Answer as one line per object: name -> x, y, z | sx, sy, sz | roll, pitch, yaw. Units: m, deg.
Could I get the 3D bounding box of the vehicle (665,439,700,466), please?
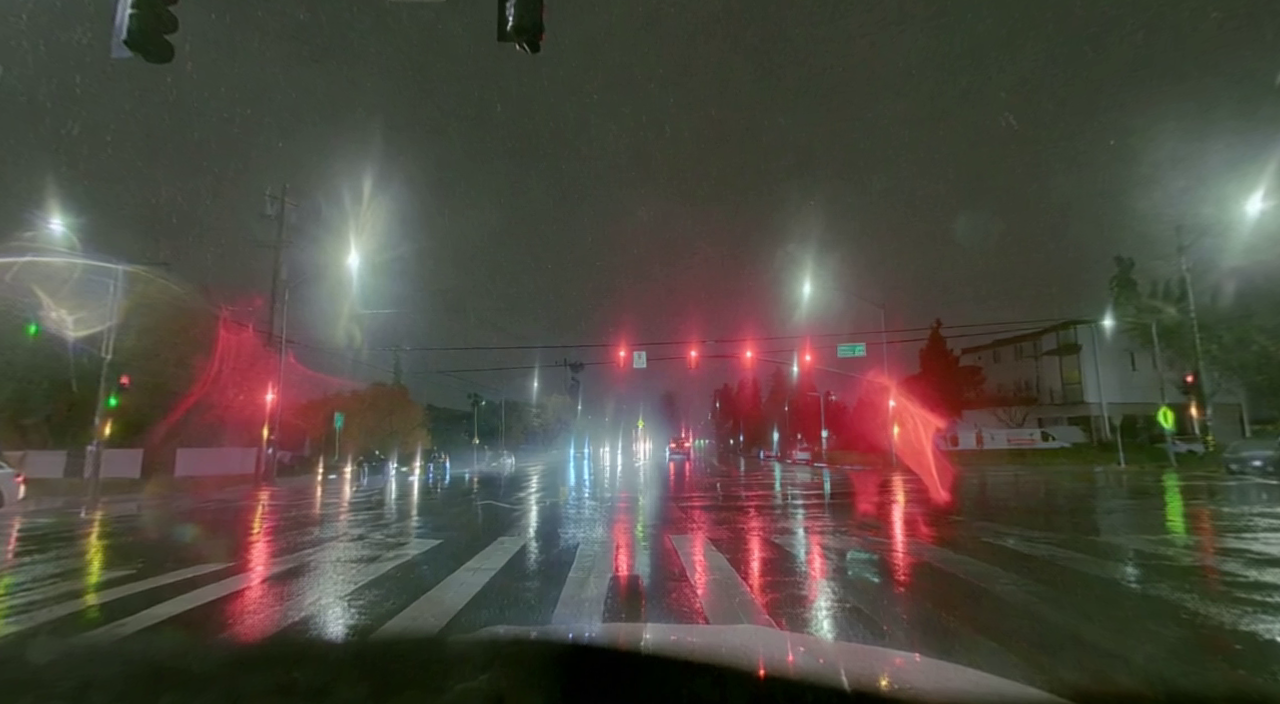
vehicle -> 3.143, 7.573, 47.315 | 2.258, 1.888, 4.793 | 0, -9, 0

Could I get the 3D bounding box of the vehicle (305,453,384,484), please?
vehicle -> -16.092, 6.364, 34.494 | 2.055, 1.506, 4.663 | 0, -9, -1

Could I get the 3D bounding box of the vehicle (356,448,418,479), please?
vehicle -> -16.183, 7.107, 40.444 | 1.960, 1.819, 5.018 | 0, -9, -1
